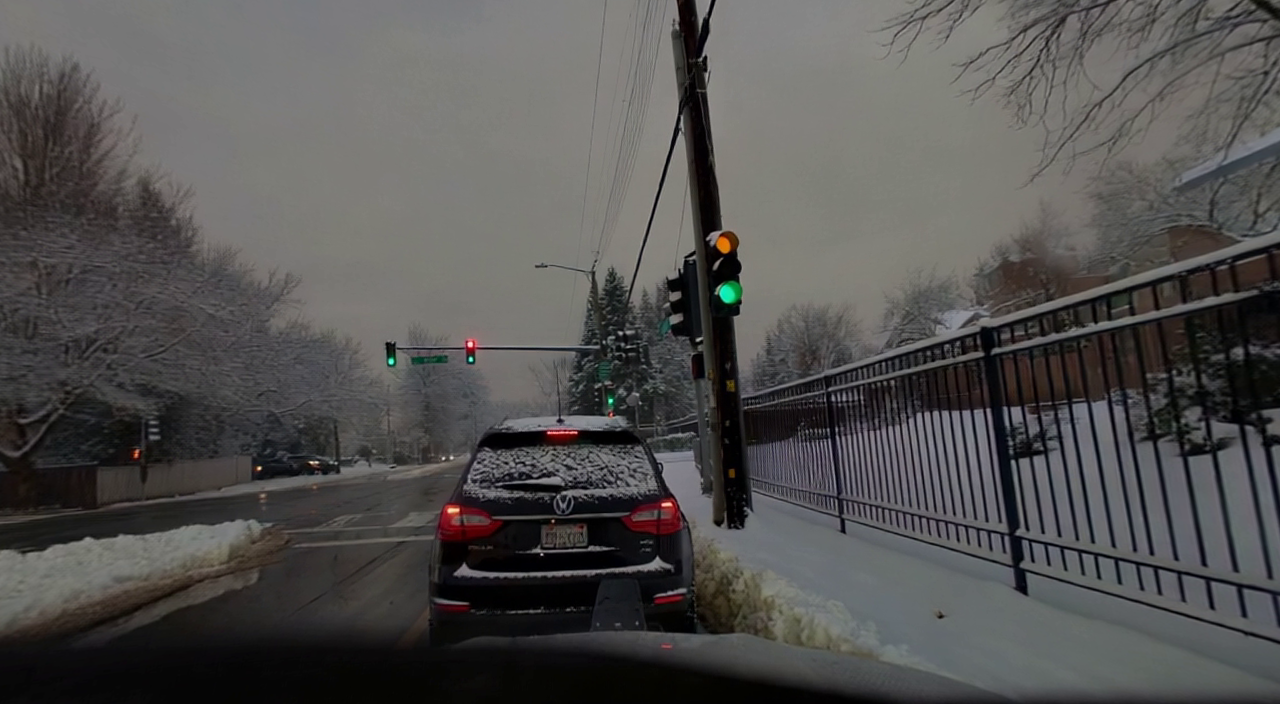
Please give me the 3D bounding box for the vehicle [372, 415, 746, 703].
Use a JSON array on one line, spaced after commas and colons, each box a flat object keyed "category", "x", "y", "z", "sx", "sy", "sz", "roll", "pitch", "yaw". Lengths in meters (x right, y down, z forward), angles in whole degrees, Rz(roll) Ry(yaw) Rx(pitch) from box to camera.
[{"category": "vehicle", "x": -0.685, "y": 1.382, "z": 5.356, "sx": 2.024, "sy": 1.502, "sz": 3.702, "roll": 1, "pitch": -9, "yaw": -9}]
